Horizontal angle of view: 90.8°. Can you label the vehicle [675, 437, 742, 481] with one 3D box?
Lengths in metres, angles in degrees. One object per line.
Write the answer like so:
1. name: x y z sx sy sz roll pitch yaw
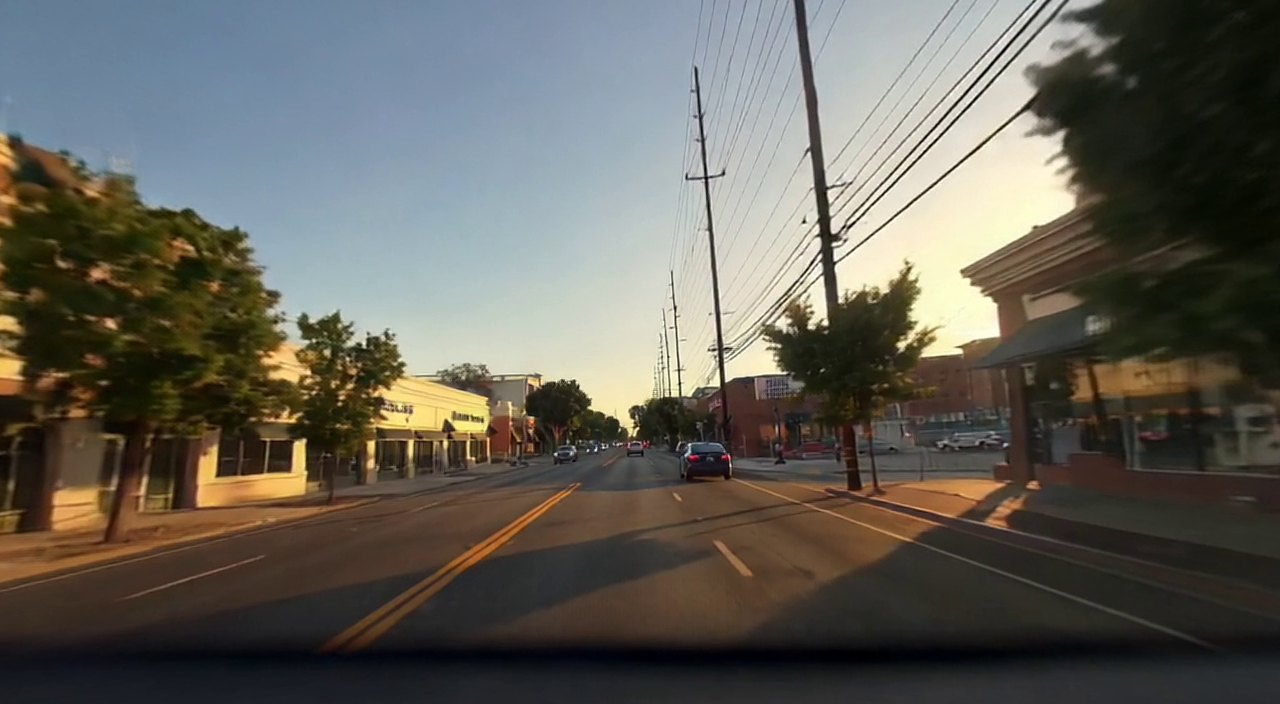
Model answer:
1. vehicle: 2.444 3.929 23.427 1.975 1.497 3.647 0 -8 -1
